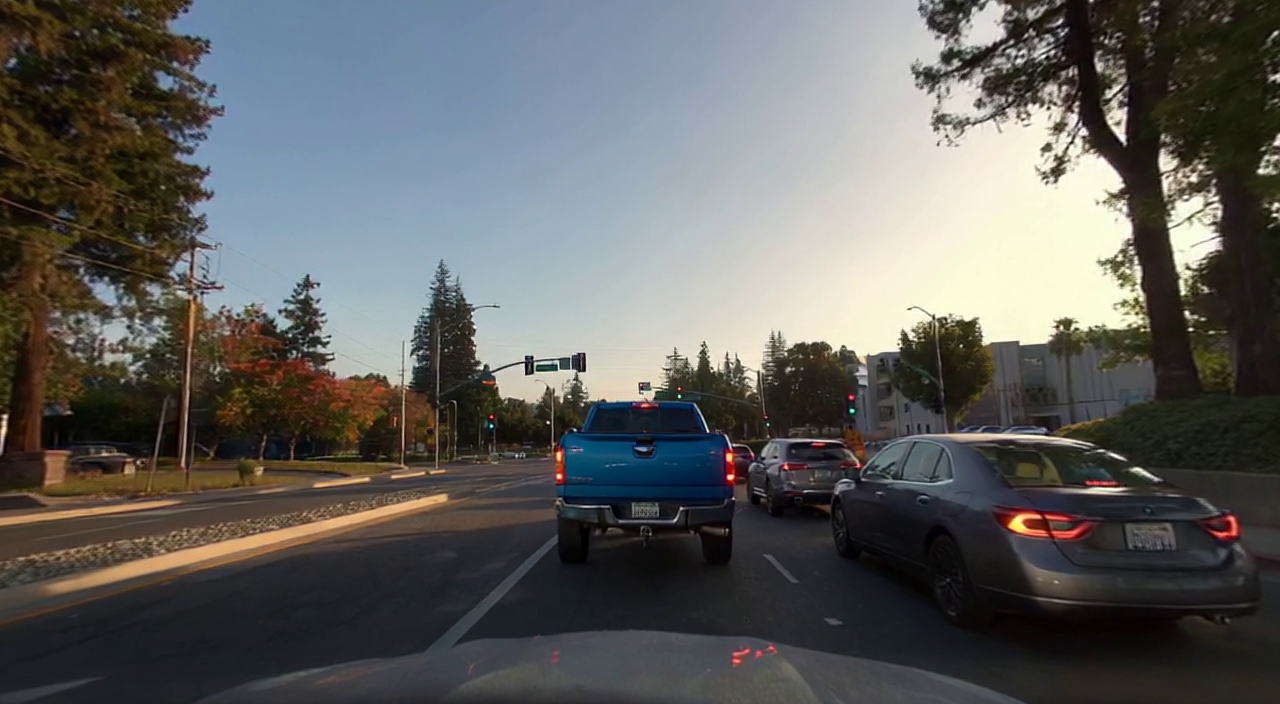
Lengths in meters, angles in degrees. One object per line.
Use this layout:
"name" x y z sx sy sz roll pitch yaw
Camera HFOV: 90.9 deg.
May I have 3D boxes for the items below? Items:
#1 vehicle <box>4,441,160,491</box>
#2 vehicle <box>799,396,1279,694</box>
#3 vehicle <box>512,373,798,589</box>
"vehicle" -21.747 4.426 24.883 2.062 1.764 4.508 0 -8 -2
"vehicle" 3.325 1.469 6.203 2.155 1.667 5.162 0 -8 0
"vehicle" 0.148 1.592 8.649 2.636 2.011 5.425 0 -8 0
